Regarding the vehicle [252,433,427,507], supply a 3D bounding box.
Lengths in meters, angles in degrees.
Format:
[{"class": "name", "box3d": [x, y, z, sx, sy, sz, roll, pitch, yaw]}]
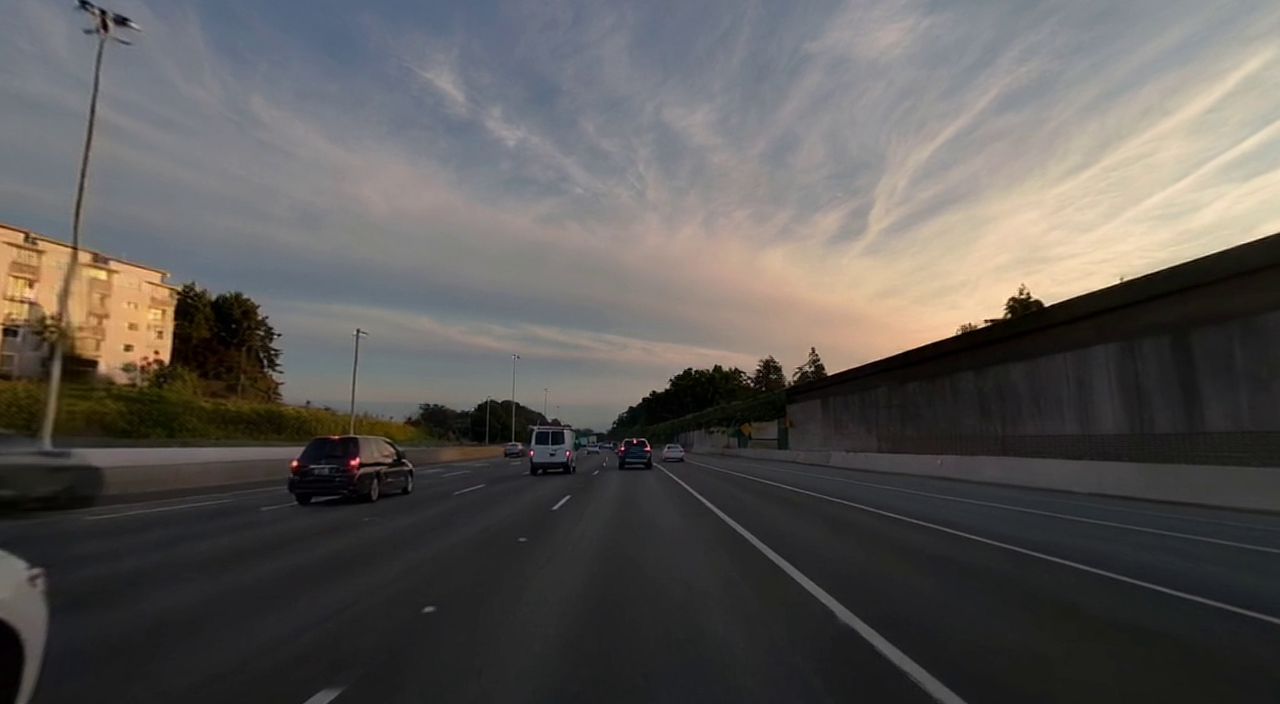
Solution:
[{"class": "vehicle", "box3d": [-6.927, 2.760, 15.183, 1.959, 1.493, 4.575, 0, -9, 0]}]

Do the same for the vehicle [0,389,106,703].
[{"class": "vehicle", "box3d": [-3.267, 0.627, 0.508, 1.963, 1.507, 4.172, 0, -9, 0]}]

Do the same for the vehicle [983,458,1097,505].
[{"class": "vehicle", "box3d": [14.327, 4.638, 22.806, 1.810, 1.391, 3.473, 3, -8, -1]}]

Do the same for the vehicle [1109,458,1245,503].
[{"class": "vehicle", "box3d": [21.156, 5.040, 25.057, 1.789, 1.531, 3.983, 0, -9, -1]}]

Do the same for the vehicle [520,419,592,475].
[{"class": "vehicle", "box3d": [-3.691, 4.369, 28.963, 2.504, 2.276, 5.933, 0, -9, 0]}]

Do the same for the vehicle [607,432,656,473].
[{"class": "vehicle", "box3d": [-0.379, 4.843, 30.382, 2.207, 1.807, 4.199, 0, -9, 0]}]
